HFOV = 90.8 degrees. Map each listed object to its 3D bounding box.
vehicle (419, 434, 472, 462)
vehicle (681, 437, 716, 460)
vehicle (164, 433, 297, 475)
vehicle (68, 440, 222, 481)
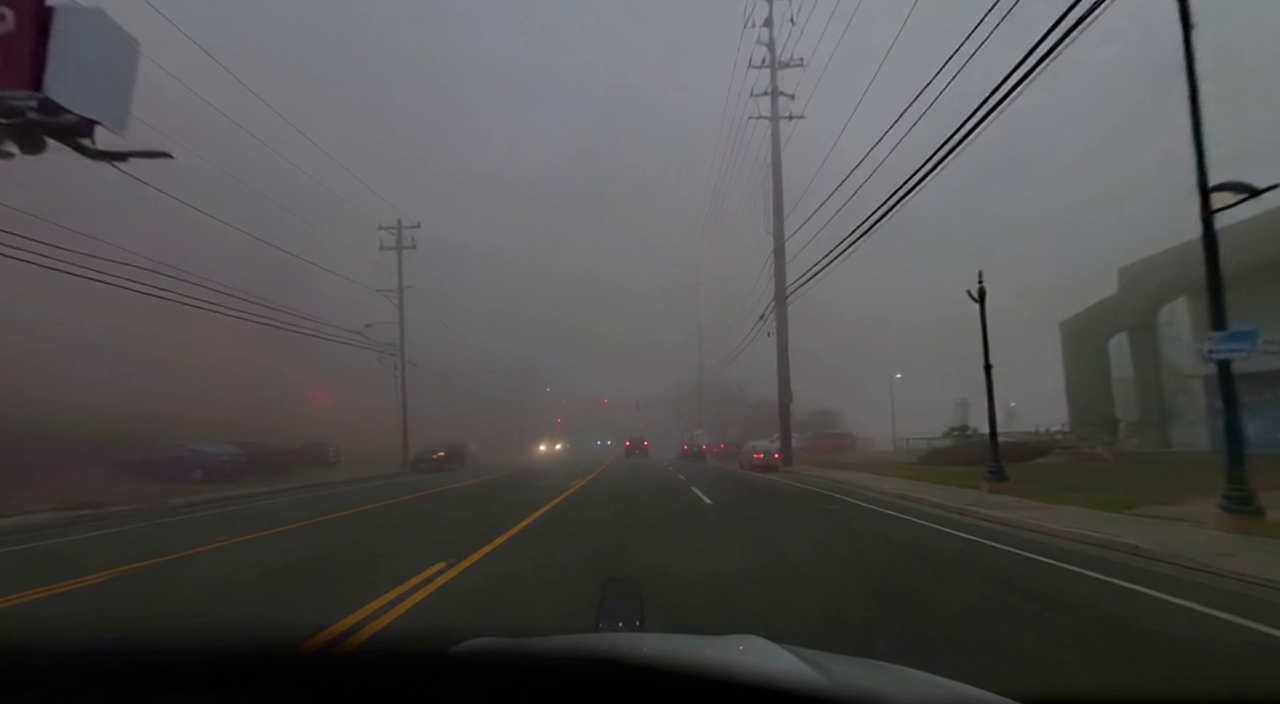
[{"bbox_3d":[-13.777,6.807,44.959,2.044,1.830,4.800,-1,-8,3],"label":"vehicle"},{"bbox_3d":[3.994,6.660,43.708,1.926,1.482,4.442,0,-8,-1],"label":"vehicle"},{"bbox_3d":[-18.360,4.575,28.516,4.455,1.772,2.048,0,-8,-3],"label":"vehicle"},{"bbox_3d":[-18.985,4.169,24.366,4.323,1.482,1.972,-1,-9,3],"label":"vehicle"}]
